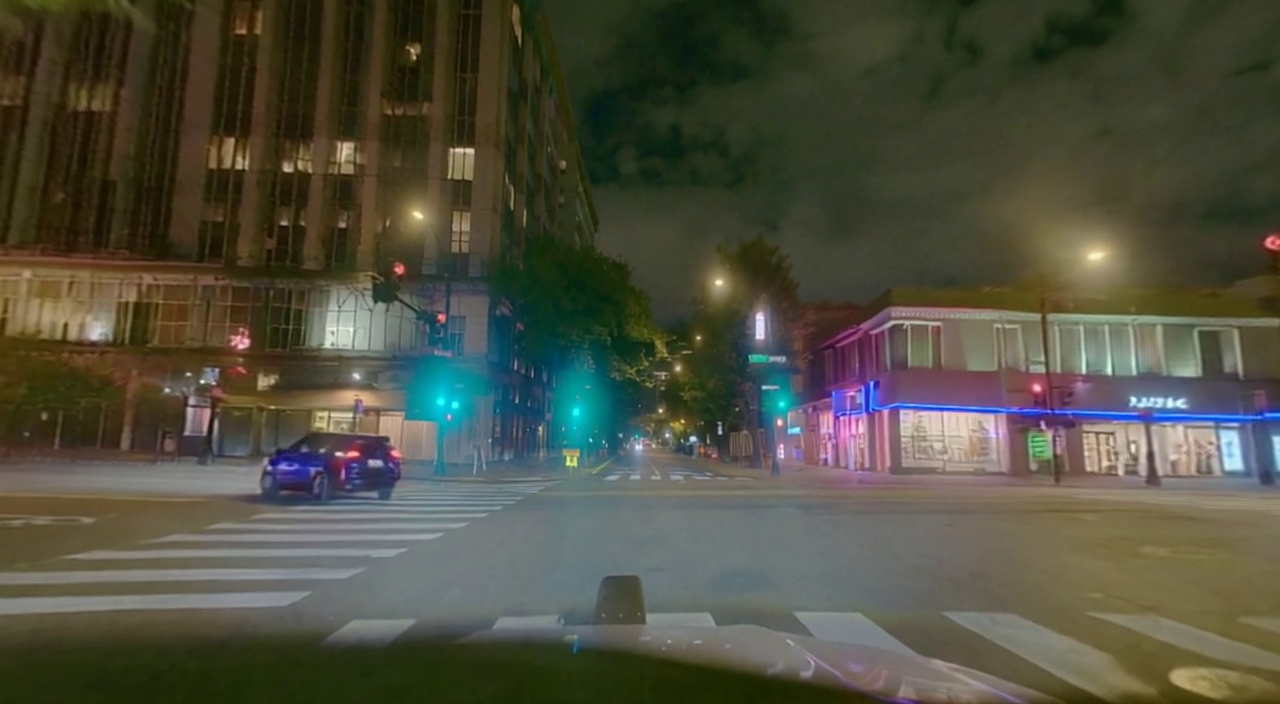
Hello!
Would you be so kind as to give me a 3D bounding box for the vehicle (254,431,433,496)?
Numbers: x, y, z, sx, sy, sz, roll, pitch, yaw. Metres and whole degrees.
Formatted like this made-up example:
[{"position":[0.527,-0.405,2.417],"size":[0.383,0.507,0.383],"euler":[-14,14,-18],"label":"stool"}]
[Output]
[{"position":[-7.821,2.865,16.577],"size":[4.459,1.482,2.106],"euler":[-6,-10,32],"label":"vehicle"}]
